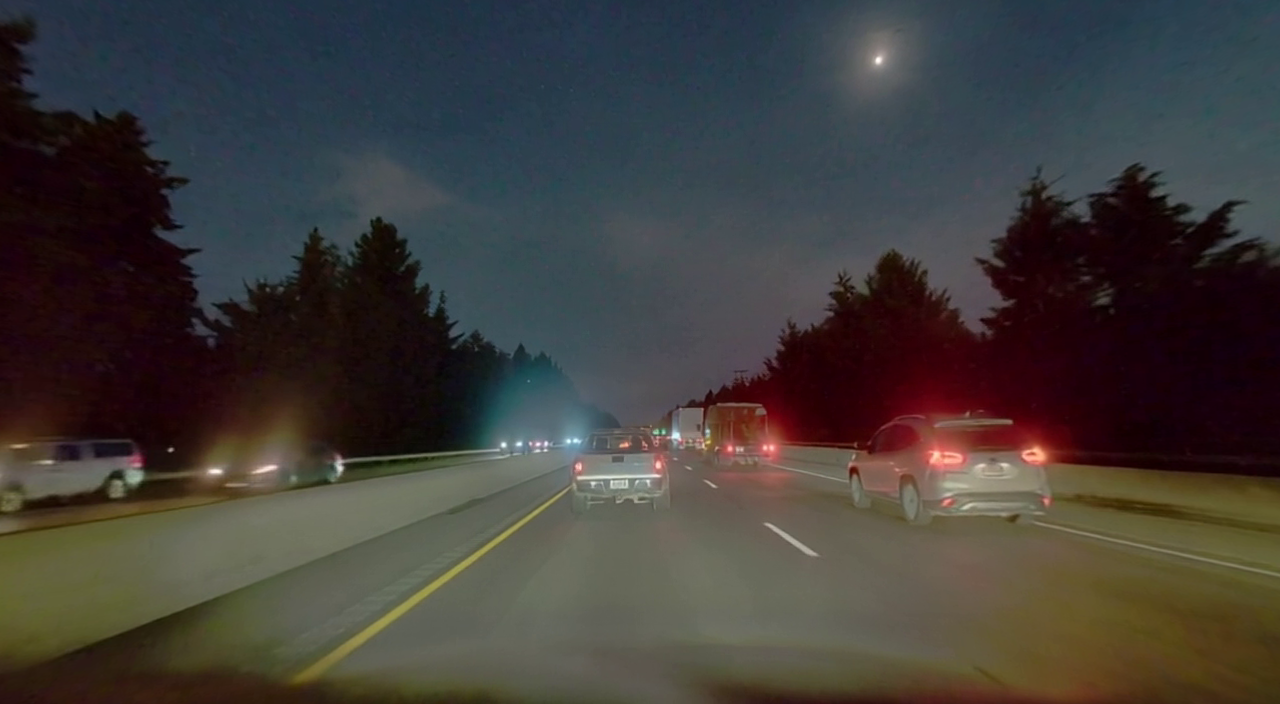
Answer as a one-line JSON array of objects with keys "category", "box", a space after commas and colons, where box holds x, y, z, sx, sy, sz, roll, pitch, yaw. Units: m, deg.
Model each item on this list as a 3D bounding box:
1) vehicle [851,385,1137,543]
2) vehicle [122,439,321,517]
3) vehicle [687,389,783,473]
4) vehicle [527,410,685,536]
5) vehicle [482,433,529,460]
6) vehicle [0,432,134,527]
[{"category": "vehicle", "box": [4.951, 1.604, 9.633, 2.011, 1.905, 3.905, 0, -8, -1]}, {"category": "vehicle", "box": [-8.841, 2.631, 13.765, 1.756, 1.446, 3.661, 0, -8, 1]}, {"category": "vehicle", "box": [3.754, 3.396, 27.074, 2.723, 3.027, 8.478, 0, -8, 0]}, {"category": "vehicle", "box": [-0.487, 1.863, 10.398, 2.082, 1.638, 4.055, 0, -8, -1]}, {"category": "vehicle", "box": [-8.847, 6.217, 41.838, 2.052, 1.652, 4.268, 0, -8, 1]}, {"category": "vehicle", "box": [-13.416, 2.618, 13.264, 1.949, 1.833, 4.237, 0, -8, 0]}]
